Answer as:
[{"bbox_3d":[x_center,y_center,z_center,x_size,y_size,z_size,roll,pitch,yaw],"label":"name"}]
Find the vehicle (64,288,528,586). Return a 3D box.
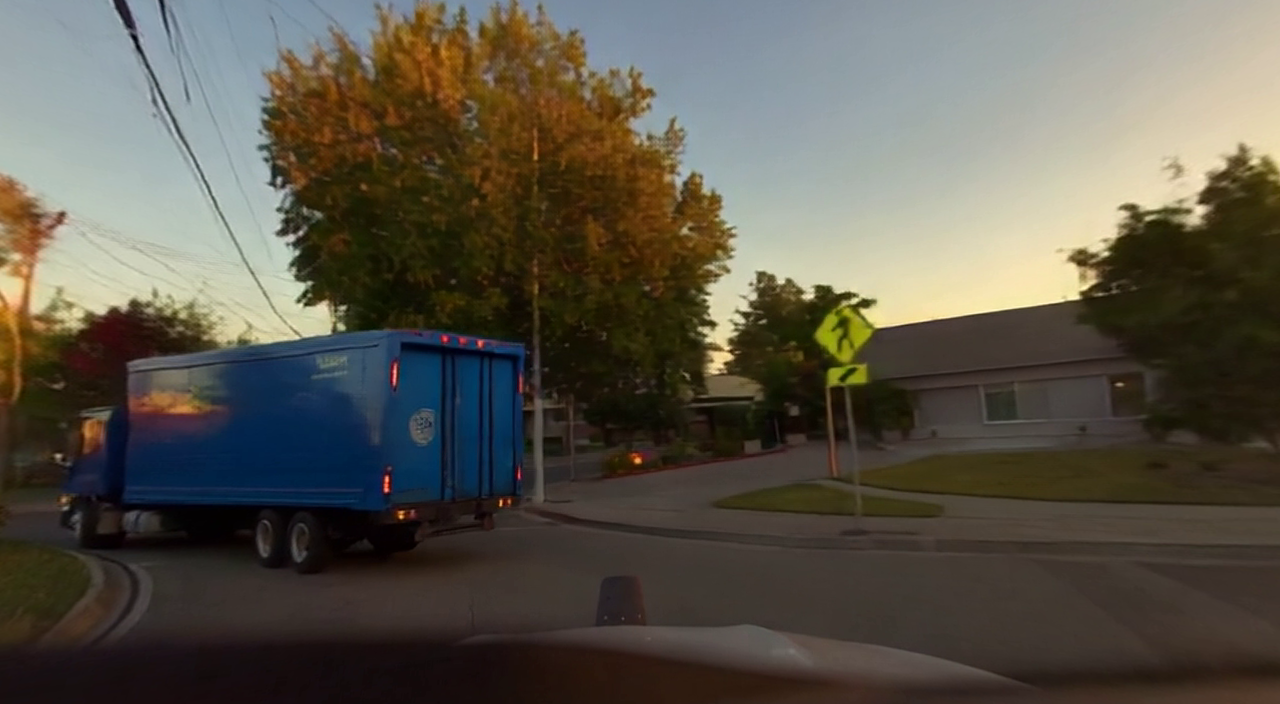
[{"bbox_3d":[-6.499,1.458,10.959,9.680,3.326,2.838,-6,-10,34],"label":"vehicle"}]
